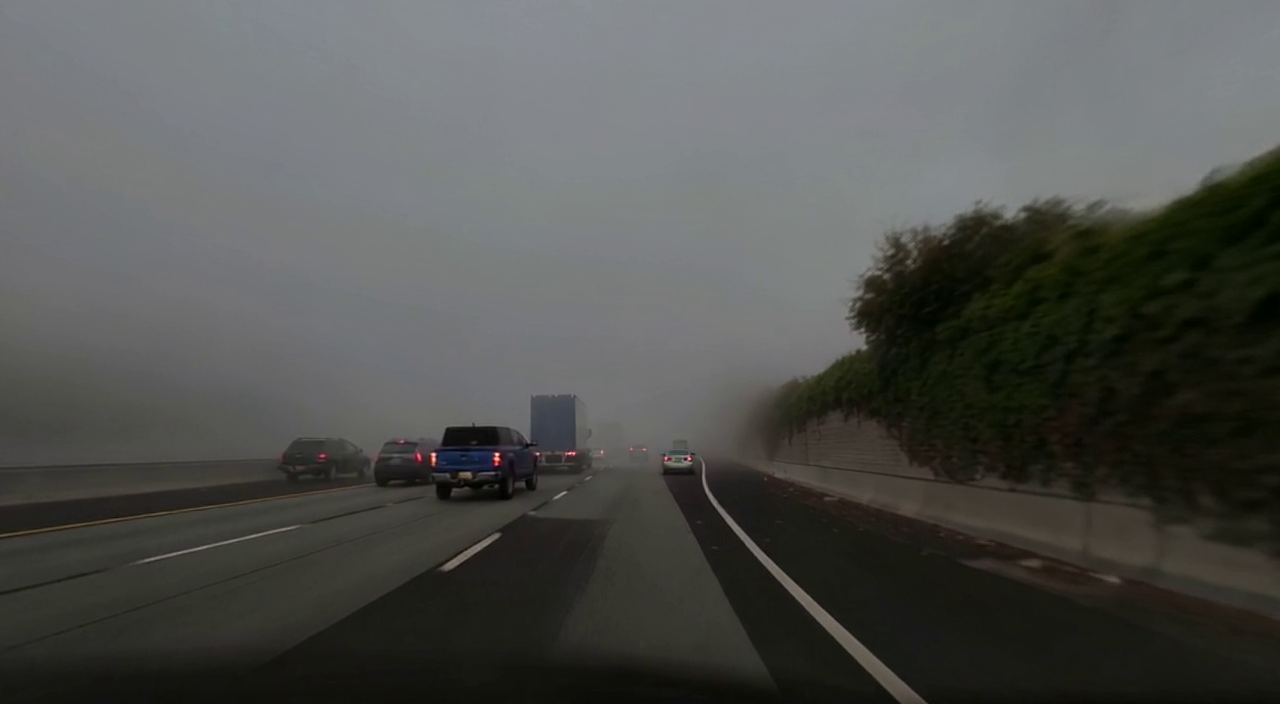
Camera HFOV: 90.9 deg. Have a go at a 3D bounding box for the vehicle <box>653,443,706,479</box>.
[{"bbox_3d":[1.739,4.768,27.894,2.176,1.493,3.955,-1,-8,3],"label":"vehicle"}]

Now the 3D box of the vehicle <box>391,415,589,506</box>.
[{"bbox_3d":[-3.867,3.465,21.318,3.050,1.964,15.030,0,-8,0],"label":"vehicle"}]

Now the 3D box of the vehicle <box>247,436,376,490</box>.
[{"bbox_3d":[-11.583,3.913,22.706,2.073,1.722,4.664,0,-8,1],"label":"vehicle"}]
